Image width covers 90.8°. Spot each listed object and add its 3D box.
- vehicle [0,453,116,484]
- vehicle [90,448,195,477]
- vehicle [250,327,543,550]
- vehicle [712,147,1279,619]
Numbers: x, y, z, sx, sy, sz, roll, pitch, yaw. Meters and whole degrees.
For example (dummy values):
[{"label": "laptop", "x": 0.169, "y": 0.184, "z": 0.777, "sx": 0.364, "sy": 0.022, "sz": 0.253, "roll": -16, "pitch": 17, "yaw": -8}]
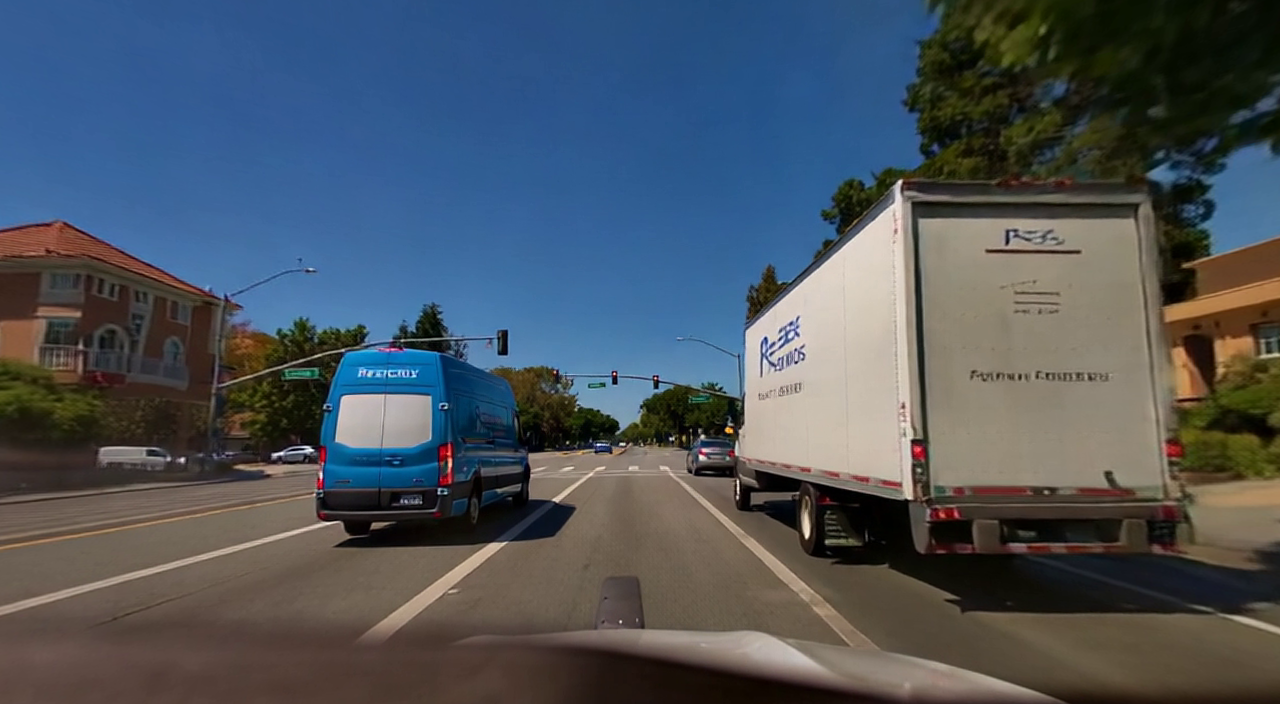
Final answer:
[{"label": "vehicle", "x": -31.071, "y": 6.159, "z": 33.527, "sx": 4.535, "sy": 1.467, "sz": 2.021, "roll": 4, "pitch": -9, "yaw": -27}, {"label": "vehicle", "x": -30.909, "y": 6.868, "z": 39.463, "sx": 4.811, "sy": 1.675, "sz": 1.875, "roll": 5, "pitch": -10, "yaw": -30}, {"label": "vehicle", "x": -3.540, "y": 1.555, "z": 11.220, "sx": 2.443, "sy": 2.784, "sz": 6.493, "roll": 0, "pitch": -9, "yaw": 1}, {"label": "vehicle", "x": 3.155, "y": 0.873, "z": 9.580, "sx": 2.861, "sy": 3.525, "sz": 9.858, "roll": 0, "pitch": -9, "yaw": 0}]
